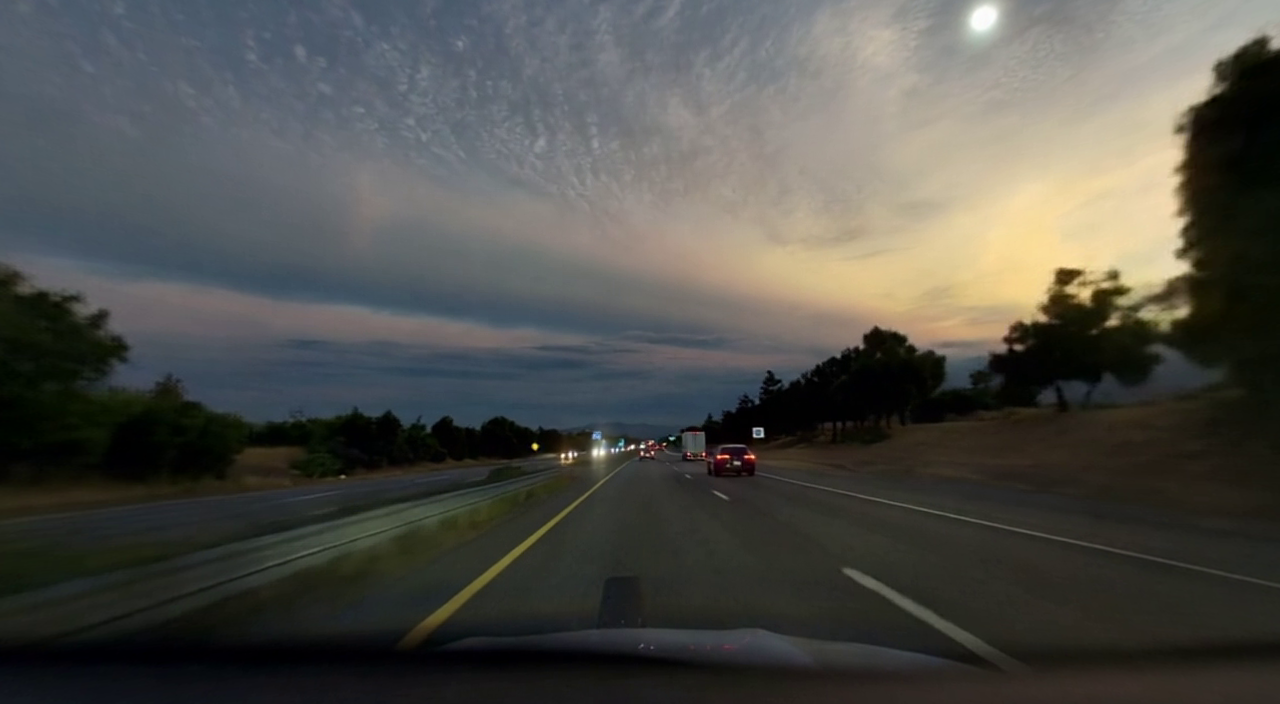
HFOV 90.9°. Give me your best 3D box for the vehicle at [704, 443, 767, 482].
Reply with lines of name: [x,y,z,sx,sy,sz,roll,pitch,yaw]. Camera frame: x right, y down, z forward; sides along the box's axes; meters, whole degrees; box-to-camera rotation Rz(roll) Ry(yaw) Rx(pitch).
vehicle: [4.091,4.803,27.564,2.043,1.542,3.881,0,-9,-1]
